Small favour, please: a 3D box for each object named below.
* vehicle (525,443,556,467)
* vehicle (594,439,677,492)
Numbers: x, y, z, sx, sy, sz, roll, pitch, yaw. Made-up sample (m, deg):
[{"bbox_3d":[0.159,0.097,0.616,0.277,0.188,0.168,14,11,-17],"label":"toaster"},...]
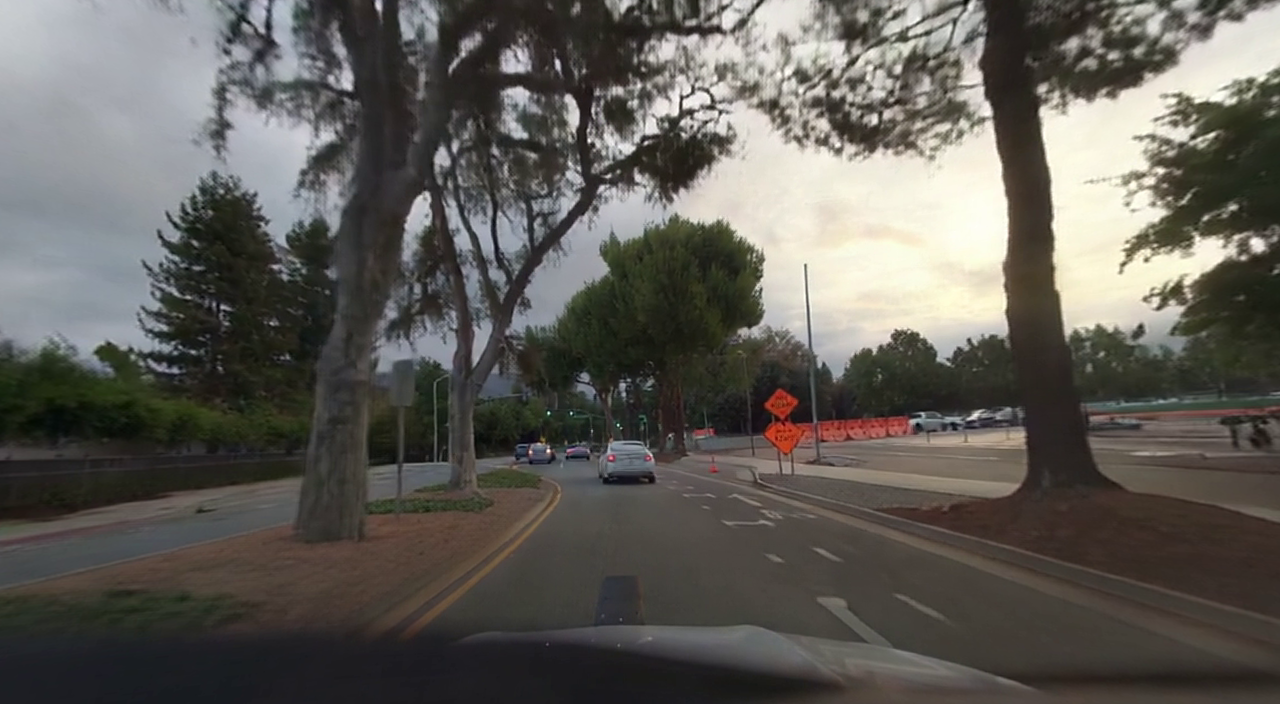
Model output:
[{"bbox_3d":[-7.215,7.459,46.003,2.077,1.665,4.206,1,-9,-8],"label":"vehicle"},{"bbox_3d":[-0.282,3.631,20.680,2.266,1.508,4.430,1,-8,-6],"label":"vehicle"}]
